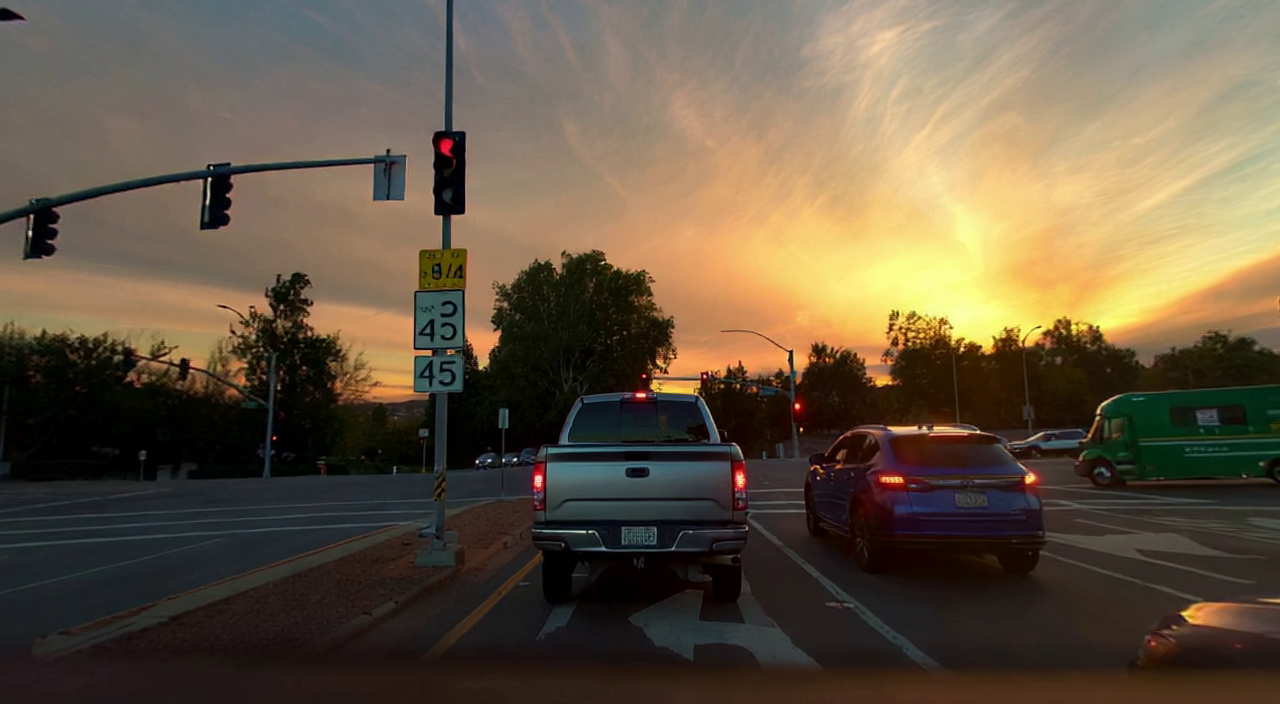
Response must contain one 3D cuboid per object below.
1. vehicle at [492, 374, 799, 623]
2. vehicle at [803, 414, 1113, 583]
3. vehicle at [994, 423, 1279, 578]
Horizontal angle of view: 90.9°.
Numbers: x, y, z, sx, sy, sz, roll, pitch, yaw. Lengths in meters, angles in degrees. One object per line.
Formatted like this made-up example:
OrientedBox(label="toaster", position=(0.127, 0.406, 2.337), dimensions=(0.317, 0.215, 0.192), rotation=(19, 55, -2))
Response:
OrientedBox(label="vehicle", position=(0.083, 1.474, 7.355), dimensions=(2.326, 1.880, 4.964), rotation=(0, -8, 1))
OrientedBox(label="vehicle", position=(3.604, 1.717, 8.174), dimensions=(1.981, 1.616, 4.006), rotation=(0, -8, 1))
OrientedBox(label="vehicle", position=(6.866, 1.740, 8.244), dimensions=(1.973, 1.470, 4.228), rotation=(0, -8, 0))
